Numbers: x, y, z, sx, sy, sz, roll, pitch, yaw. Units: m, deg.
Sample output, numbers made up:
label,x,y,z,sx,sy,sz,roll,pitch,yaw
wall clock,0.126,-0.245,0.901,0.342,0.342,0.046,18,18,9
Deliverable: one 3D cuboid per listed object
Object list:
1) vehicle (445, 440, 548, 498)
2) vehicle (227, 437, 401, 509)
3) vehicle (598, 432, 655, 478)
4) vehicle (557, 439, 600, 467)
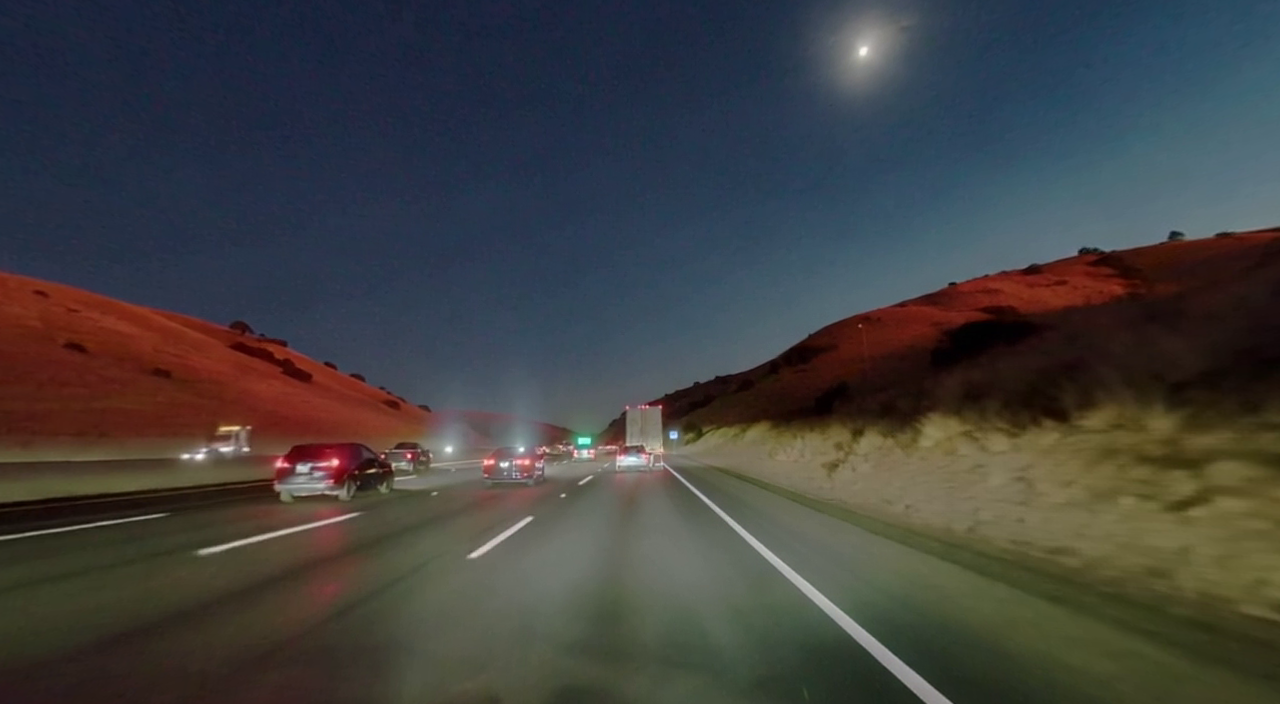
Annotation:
label,x,y,z,sx,sy,sz,roll,pitch,yaw
vehicle,-4.077,3.401,18.741,1.943,1.468,4.547,0,-9,0
vehicle,-7.824,2.919,15.675,2.029,1.507,4.204,0,-9,1
vehicle,-0.535,4.403,27.133,2.281,1.795,4.297,1,-9,0
vehicle,-3.789,6.303,39.448,2.155,1.661,4.477,0,-9,1
